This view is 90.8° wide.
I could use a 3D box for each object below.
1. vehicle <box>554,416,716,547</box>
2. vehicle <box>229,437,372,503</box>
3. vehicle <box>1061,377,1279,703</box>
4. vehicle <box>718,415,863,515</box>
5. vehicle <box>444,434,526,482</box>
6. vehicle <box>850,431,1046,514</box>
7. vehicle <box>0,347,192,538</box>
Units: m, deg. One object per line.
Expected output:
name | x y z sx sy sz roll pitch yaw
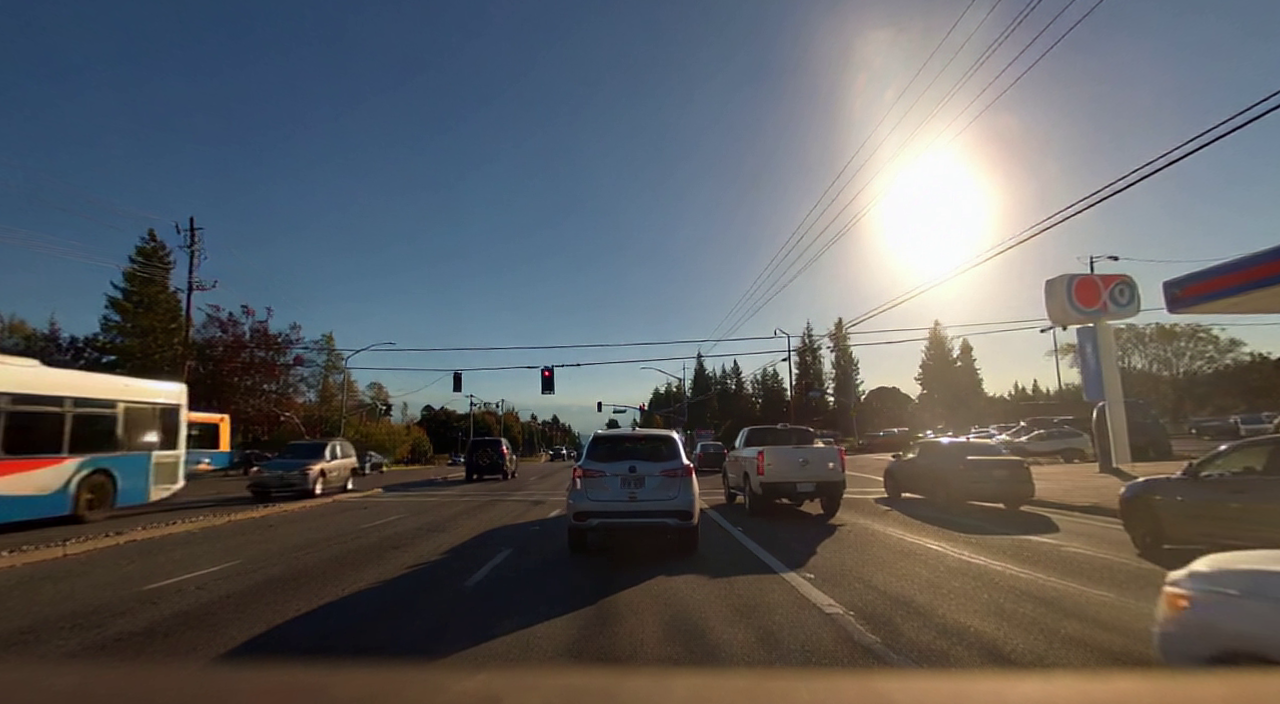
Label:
vehicle | -0.118 1.985 10.282 2.087 1.677 4.053 0 -8 -2
vehicle | -10.352 3.593 19.716 2.075 1.719 4.396 -2 -8 -1
vehicle | 3.032 0.648 0.775 2.006 1.483 4.278 0 -8 -1
vehicle | 3.033 2.402 13.809 2.049 1.813 4.245 0 -9 -1
vehicle | -6.386 4.434 26.747 2.190 1.795 4.993 0 -9 0
vehicle | 6.364 2.531 13.793 1.829 1.494 4.552 0 -8 -2
vehicle | -13.435 1.515 10.450 3.031 3.513 12.586 -1 -8 -1
